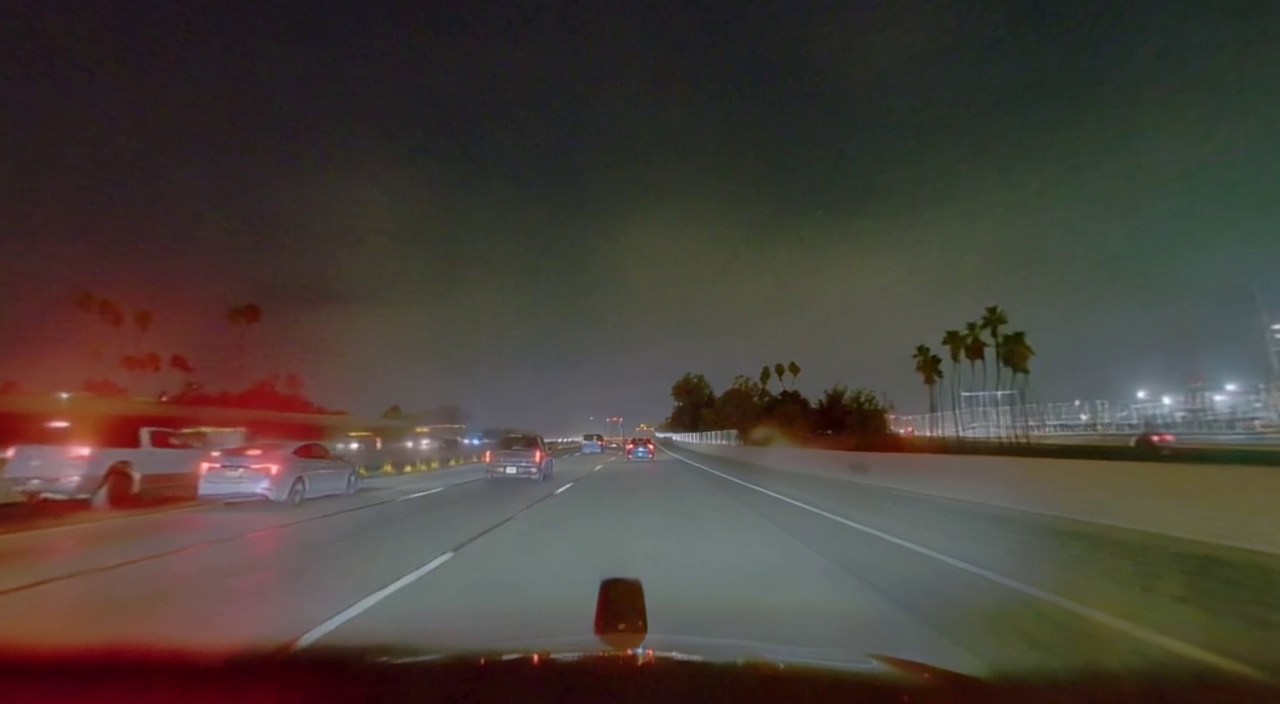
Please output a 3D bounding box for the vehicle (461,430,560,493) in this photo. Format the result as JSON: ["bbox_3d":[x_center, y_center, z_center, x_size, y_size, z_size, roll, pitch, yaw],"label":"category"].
[{"bbox_3d":[-3.942,3.408,20.052,2.108,1.740,4.549,0,-8,1],"label":"vehicle"}]

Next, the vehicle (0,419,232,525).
[{"bbox_3d":[-11.636,2.487,13.675,2.077,1.829,5.101,0,-8,1],"label":"vehicle"}]

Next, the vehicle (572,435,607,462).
[{"bbox_3d":[-3.764,7.351,48.070,2.203,1.958,4.848,-1,-8,1],"label":"vehicle"}]

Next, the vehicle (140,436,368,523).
[{"bbox_3d":[-7.645,2.543,13.165,1.949,1.476,4.410,0,-8,0],"label":"vehicle"}]

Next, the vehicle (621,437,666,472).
[{"bbox_3d":[0.184,5.207,32.256,2.136,1.678,4.052,0,-8,0],"label":"vehicle"}]
